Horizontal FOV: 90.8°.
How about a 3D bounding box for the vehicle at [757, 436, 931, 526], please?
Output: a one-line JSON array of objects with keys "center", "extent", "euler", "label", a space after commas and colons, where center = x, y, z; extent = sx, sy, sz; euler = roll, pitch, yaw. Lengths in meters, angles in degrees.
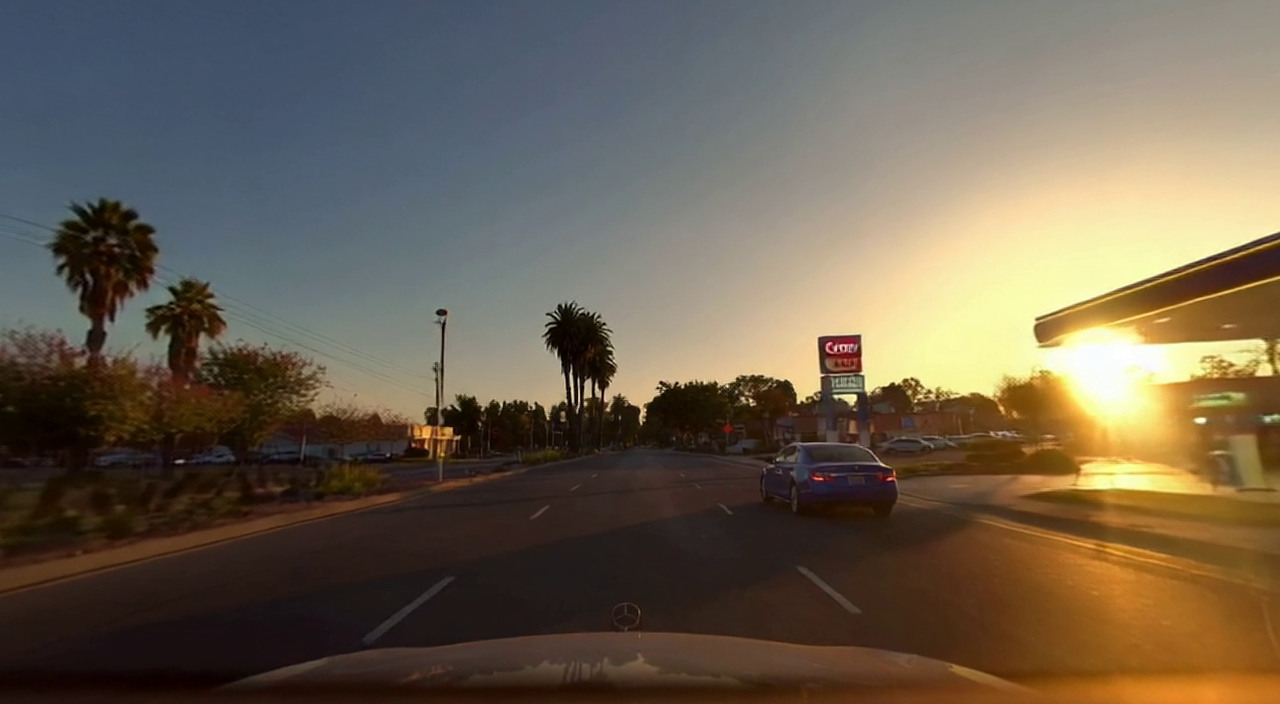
[{"center": [3.720, 2.414, 12.460], "extent": [1.978, 1.442, 4.262], "euler": [0, -8, 0], "label": "vehicle"}]
